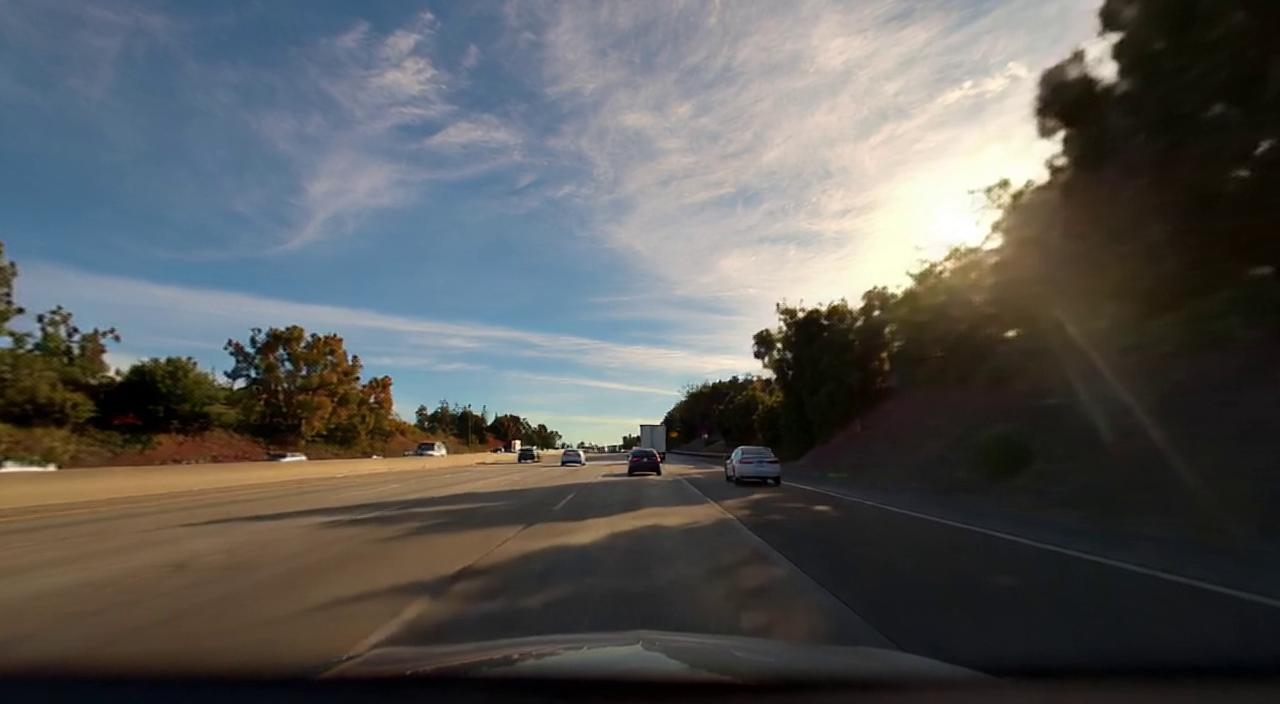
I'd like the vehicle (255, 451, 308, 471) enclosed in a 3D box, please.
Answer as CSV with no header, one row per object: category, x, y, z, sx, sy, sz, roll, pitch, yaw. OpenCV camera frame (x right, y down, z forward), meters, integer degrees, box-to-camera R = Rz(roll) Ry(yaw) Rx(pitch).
vehicle,-26.609,8.091,47.022,1.813,1.448,3.521,0,-8,1

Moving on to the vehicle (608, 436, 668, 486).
vehicle,-0.103,4.143,24.366,2.103,1.717,4.399,0,-8,-1

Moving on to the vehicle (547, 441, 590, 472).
vehicle,-4.100,6.080,36.970,1.988,1.696,4.754,0,-8,0

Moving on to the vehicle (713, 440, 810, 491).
vehicle,3.831,3.663,20.786,2.146,1.482,4.665,0,-8,-2
